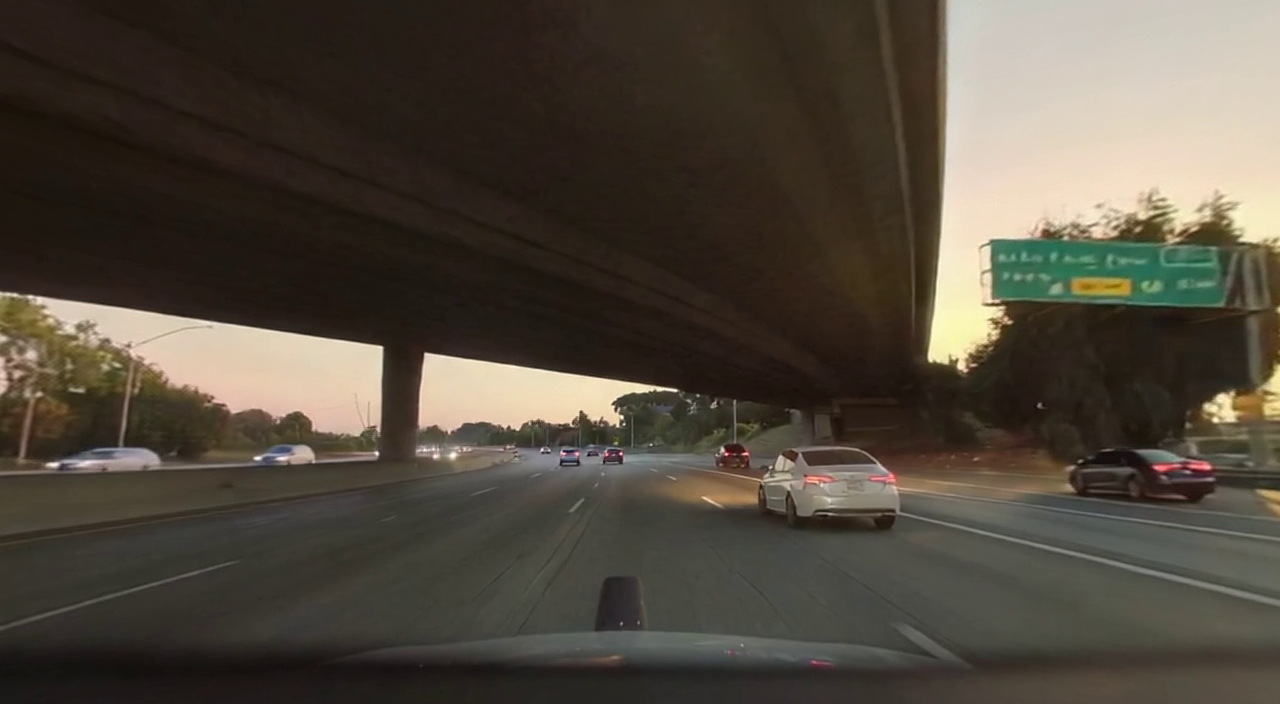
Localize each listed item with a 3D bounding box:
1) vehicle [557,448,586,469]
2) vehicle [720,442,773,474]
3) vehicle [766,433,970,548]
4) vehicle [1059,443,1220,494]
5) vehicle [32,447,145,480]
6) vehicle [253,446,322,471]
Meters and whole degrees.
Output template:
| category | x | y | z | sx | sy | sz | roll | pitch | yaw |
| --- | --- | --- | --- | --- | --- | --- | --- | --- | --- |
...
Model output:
| category | x | y | z | sx | sy | sz | roll | pitch | yaw |
| --- | --- | --- | --- | --- | --- | --- | --- | --- | --- |
| vehicle | -5.363 | 8.382 | 49.724 | 2.080 | 1.524 | 4.442 | 0 | -9 | -3 |
| vehicle | 6.326 | 6.339 | 37.910 | 2.167 | 1.793 | 4.683 | 0 | -9 | -2 |
| vehicle | 3.531 | 2.207 | 10.653 | 1.975 | 1.562 | 3.823 | 0 | -9 | 0 |
| vehicle | 16.616 | 3.874 | 21.327 | 1.878 | 1.486 | 4.636 | -1 | -9 | 4 |
| vehicle | -28.367 | 5.743 | 32.629 | 1.909 | 1.586 | 4.394 | 0 | -9 | -1 |
| vehicle | -25.252 | 7.638 | 45.395 | 2.170 | 1.723 | 5.110 | 0 | -9 | -2 |
